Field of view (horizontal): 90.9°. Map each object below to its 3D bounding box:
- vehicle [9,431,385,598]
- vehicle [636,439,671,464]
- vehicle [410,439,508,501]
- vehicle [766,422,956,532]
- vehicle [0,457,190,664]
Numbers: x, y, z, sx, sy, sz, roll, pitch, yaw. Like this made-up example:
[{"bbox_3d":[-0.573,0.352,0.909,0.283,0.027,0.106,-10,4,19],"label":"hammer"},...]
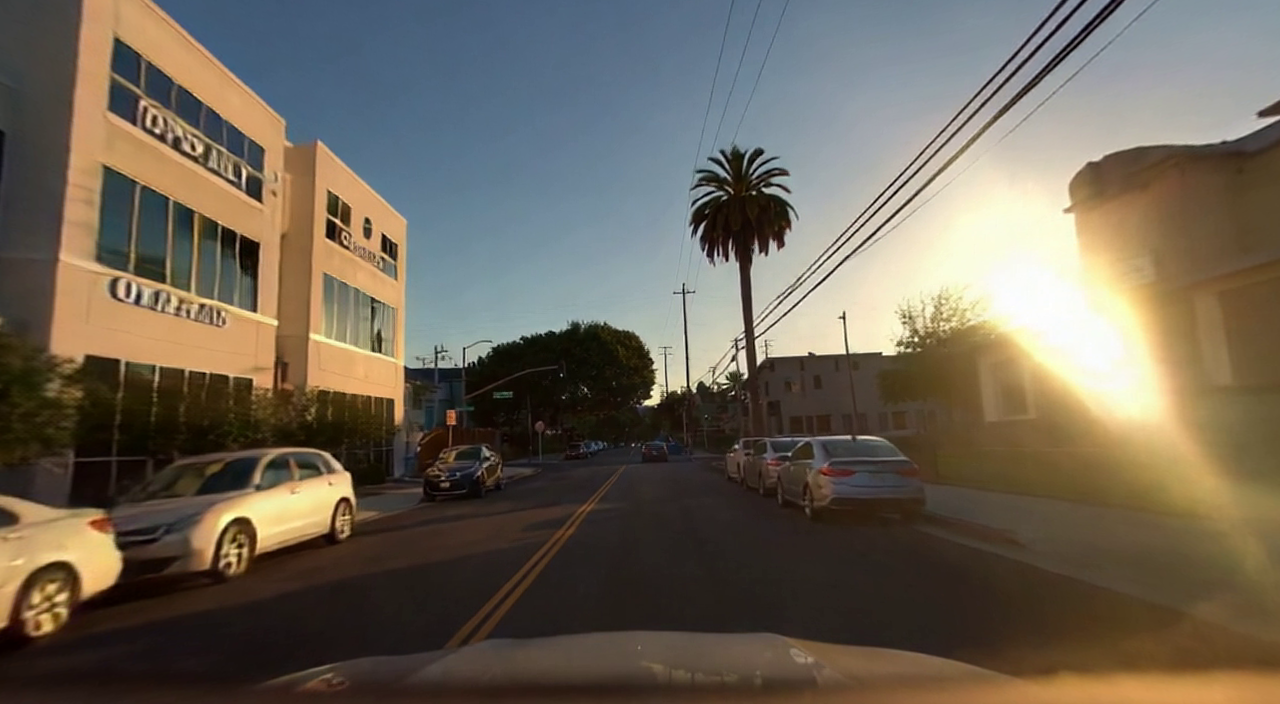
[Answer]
[{"bbox_3d":[-6.183,2.270,9.986,2.007,1.876,5.361,-1,-8,1],"label":"vehicle"},{"bbox_3d":[0.812,6.438,41.018,2.125,1.524,4.404,0,-8,0],"label":"vehicle"},{"bbox_3d":[-6.023,3.962,21.714,2.126,1.864,4.831,0,-8,-2],"label":"vehicle"},{"bbox_3d":[3.732,2.204,11.766,1.948,1.607,4.873,-1,-8,2],"label":"vehicle"},{"bbox_3d":[-6.040,1.669,4.907,1.931,1.574,4.360,0,-8,-2],"label":"vehicle"}]
